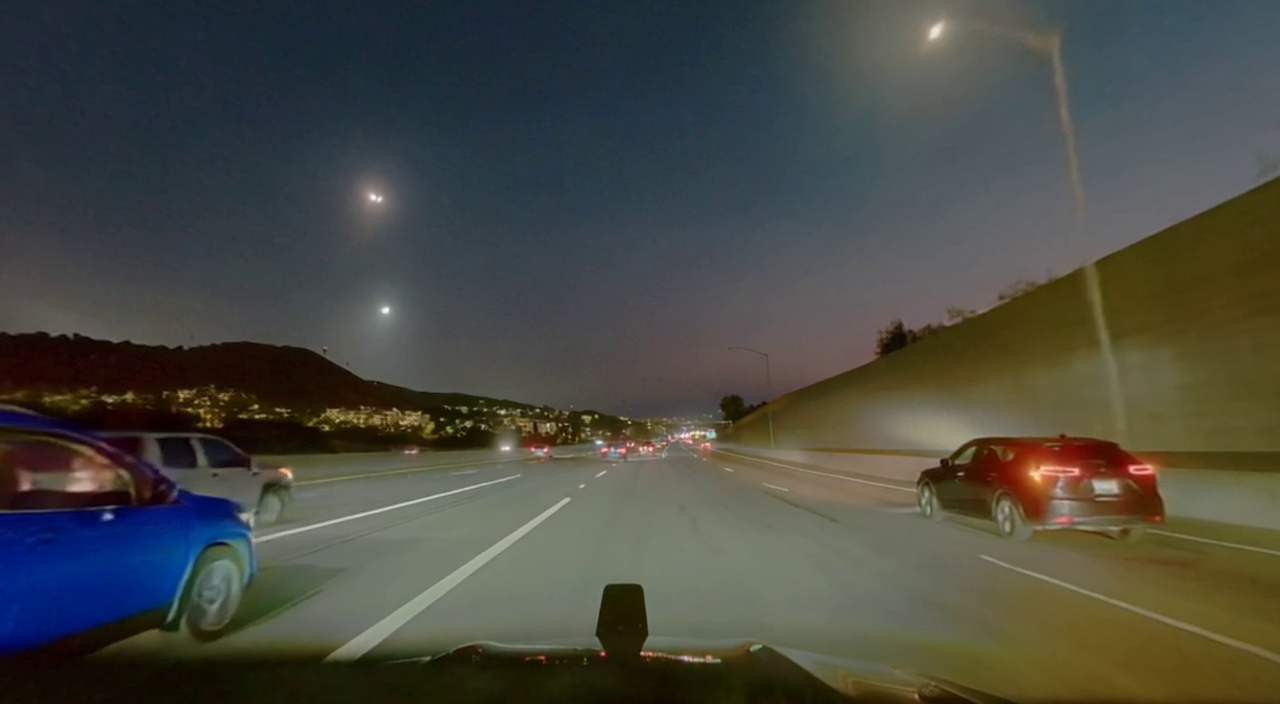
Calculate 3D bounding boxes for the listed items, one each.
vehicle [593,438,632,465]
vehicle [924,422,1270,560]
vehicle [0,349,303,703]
[{"bbox_3d":[-1.964,7.309,46.409,2.172,1.824,5.031,-1,-8,5],"label":"vehicle"},{"bbox_3d":[6.541,2.011,9.921,2.122,1.646,4.491,0,-8,1],"label":"vehicle"},{"bbox_3d":[-3.940,0.834,2.585,2.210,1.730,5.133,0,-8,1],"label":"vehicle"}]
